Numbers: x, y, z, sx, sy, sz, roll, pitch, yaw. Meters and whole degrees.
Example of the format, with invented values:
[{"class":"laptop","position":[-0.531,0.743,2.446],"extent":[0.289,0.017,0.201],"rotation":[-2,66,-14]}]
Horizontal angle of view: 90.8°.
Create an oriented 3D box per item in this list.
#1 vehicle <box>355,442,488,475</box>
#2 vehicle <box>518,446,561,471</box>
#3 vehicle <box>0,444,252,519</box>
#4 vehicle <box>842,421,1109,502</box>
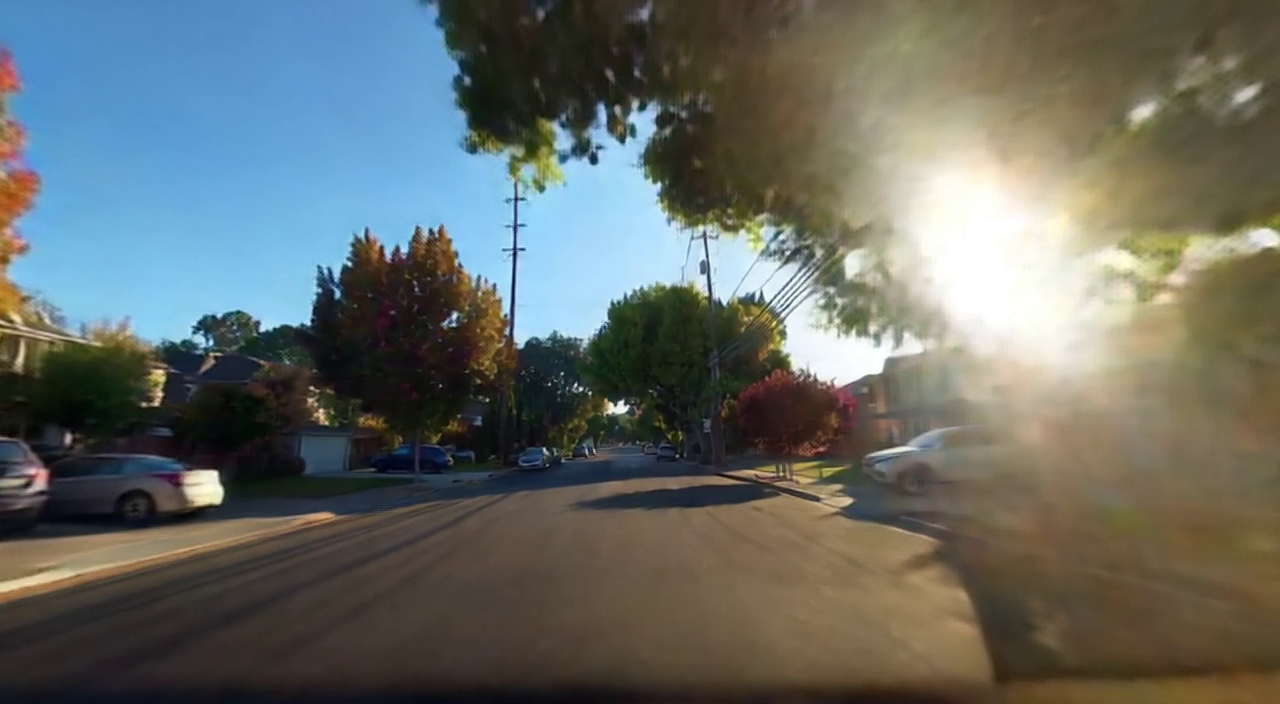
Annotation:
[{"class":"vehicle","position":[-12.295,6.039,35.974],"extent":[6.619,1.759,2.632],"rotation":[0,-9,-2]},{"class":"vehicle","position":[-6.631,7.062,42.193],"extent":[2.208,1.491,5.089],"rotation":[0,-8,-1]},{"class":"vehicle","position":[-11.295,2.757,13.719],"extent":[4.371,1.482,1.954],"rotation":[0,-9,-1]},{"class":"vehicle","position":[8.964,2.948,17.419],"extent":[5.890,1.896,2.459],"rotation":[-2,-7,1]}]
